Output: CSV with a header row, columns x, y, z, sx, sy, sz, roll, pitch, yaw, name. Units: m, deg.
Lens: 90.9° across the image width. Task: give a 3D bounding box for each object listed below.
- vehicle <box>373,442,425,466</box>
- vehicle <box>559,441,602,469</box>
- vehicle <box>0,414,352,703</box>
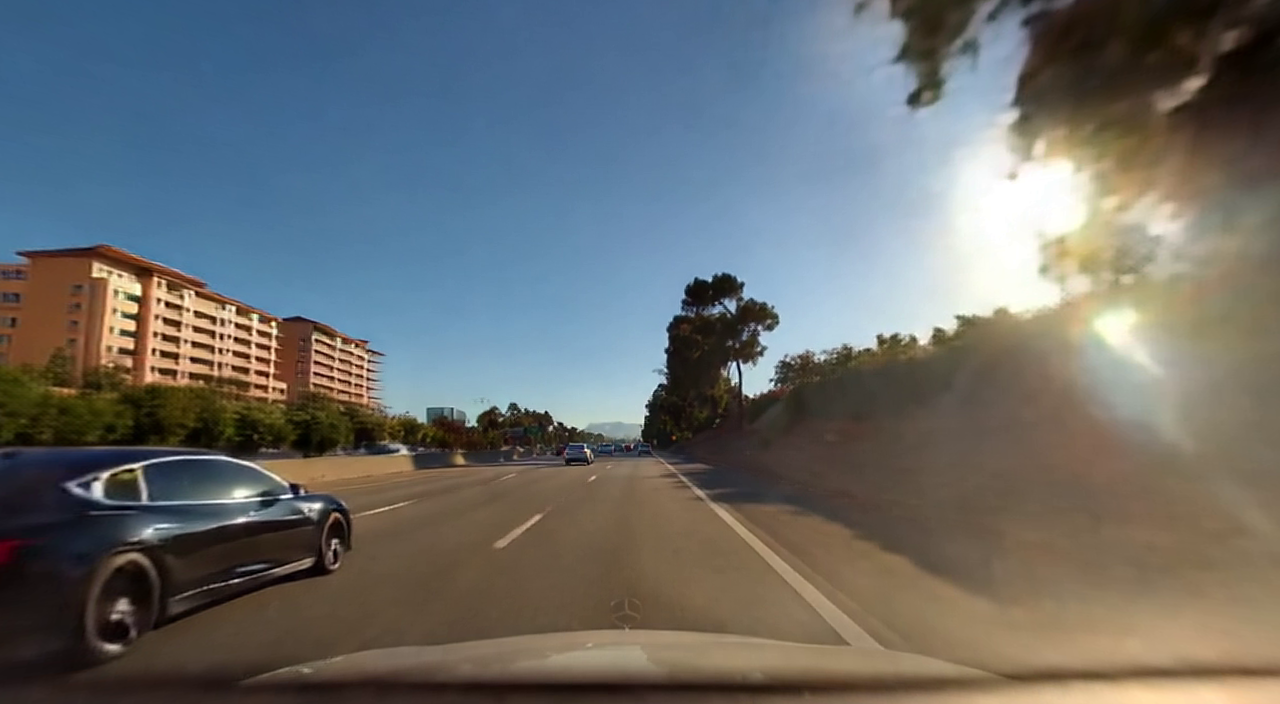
x,y,z,sx,sy,sz,roll,pitch,yaw,name
-17.124,7.252,45.027,1.868,1.584,4.372,0,-8,1,vehicle
-3.263,5.721,35.363,1.926,1.464,4.186,0,-8,0,vehicle
-4.156,1.261,4.537,2.083,1.471,4.350,0,-8,1,vehicle
